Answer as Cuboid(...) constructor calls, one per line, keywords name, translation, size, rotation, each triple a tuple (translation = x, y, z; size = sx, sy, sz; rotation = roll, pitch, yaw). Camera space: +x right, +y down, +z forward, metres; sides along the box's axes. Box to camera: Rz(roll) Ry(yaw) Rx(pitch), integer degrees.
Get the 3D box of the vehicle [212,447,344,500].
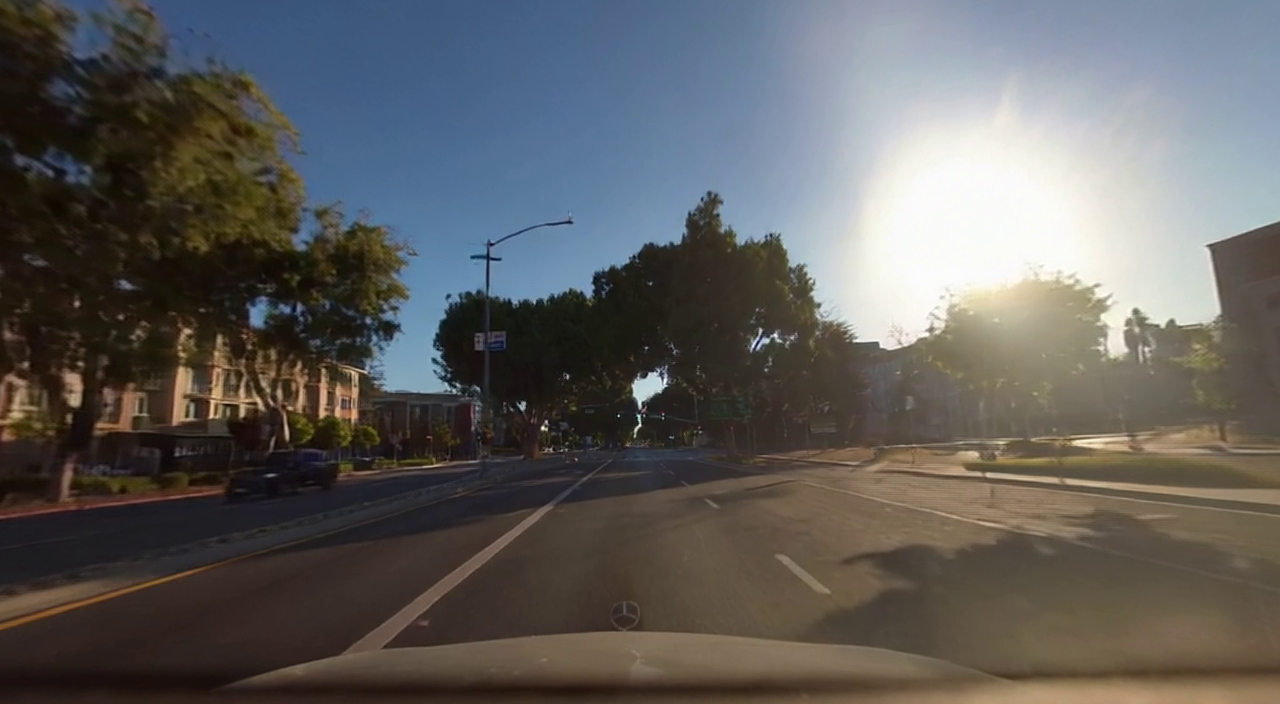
Cuboid(name="vehicle", translation=(-12.802, 4.281, 22.779), size=(2.090, 1.691, 4.497), rotation=(0, -8, 0))
